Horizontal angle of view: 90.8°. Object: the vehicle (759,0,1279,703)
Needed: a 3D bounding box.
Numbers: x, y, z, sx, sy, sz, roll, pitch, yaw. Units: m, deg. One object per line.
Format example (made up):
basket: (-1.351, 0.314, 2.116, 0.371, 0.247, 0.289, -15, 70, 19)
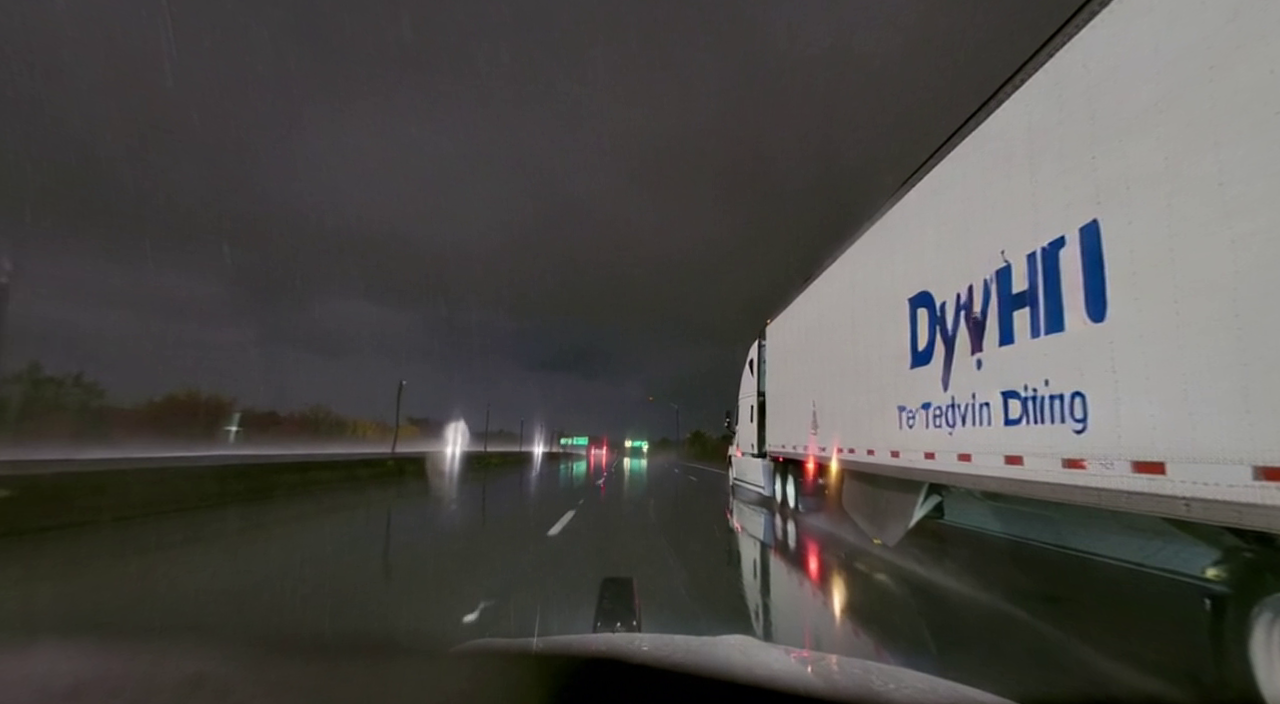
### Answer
vehicle: (3.982, 0.285, 6.831, 2.962, 4.132, 12.720, 0, -8, 0)
